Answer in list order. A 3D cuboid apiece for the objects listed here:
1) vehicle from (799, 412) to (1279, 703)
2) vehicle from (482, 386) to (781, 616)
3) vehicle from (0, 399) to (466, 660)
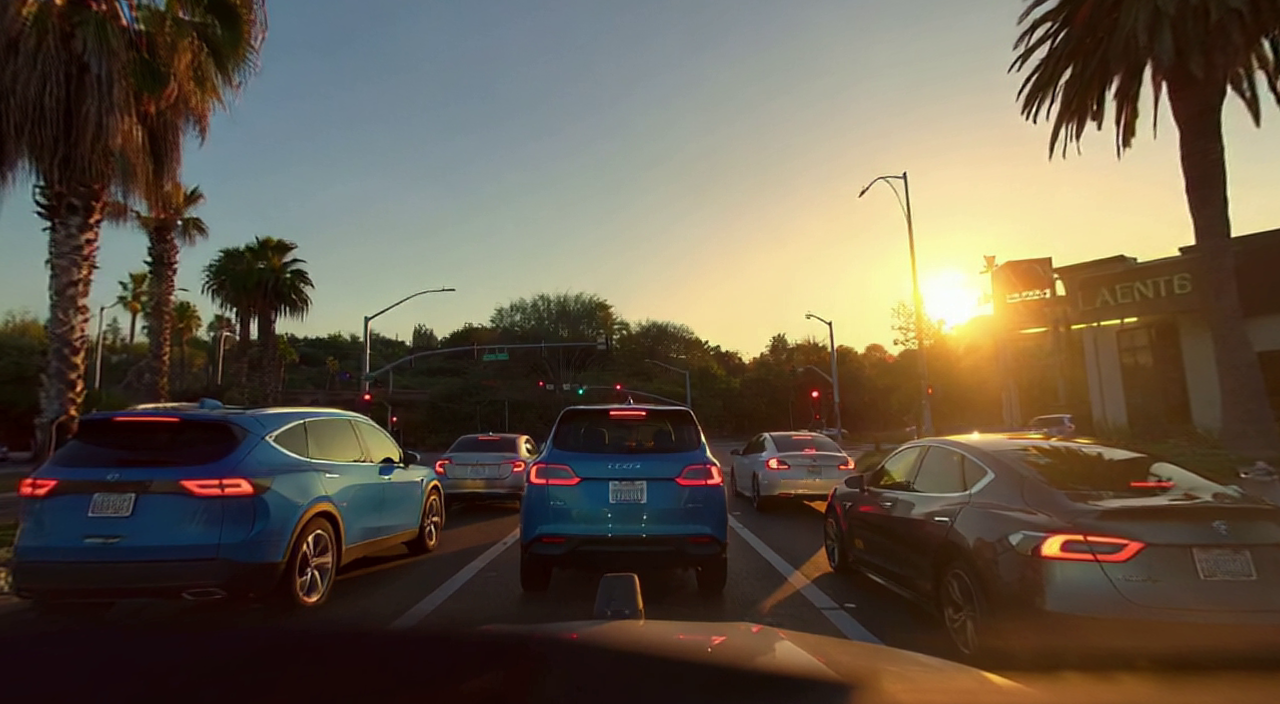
[{"bbox_3d":[2.966,1.370,5.256,2.017,1.491,4.611,0,-8,-1],"label":"vehicle"},{"bbox_3d":[-0.128,1.460,7.098,2.280,1.747,4.361,0,-8,-2],"label":"vehicle"},{"bbox_3d":[-3.355,1.386,6.050,2.014,1.534,4.455,0,-8,1],"label":"vehicle"}]
